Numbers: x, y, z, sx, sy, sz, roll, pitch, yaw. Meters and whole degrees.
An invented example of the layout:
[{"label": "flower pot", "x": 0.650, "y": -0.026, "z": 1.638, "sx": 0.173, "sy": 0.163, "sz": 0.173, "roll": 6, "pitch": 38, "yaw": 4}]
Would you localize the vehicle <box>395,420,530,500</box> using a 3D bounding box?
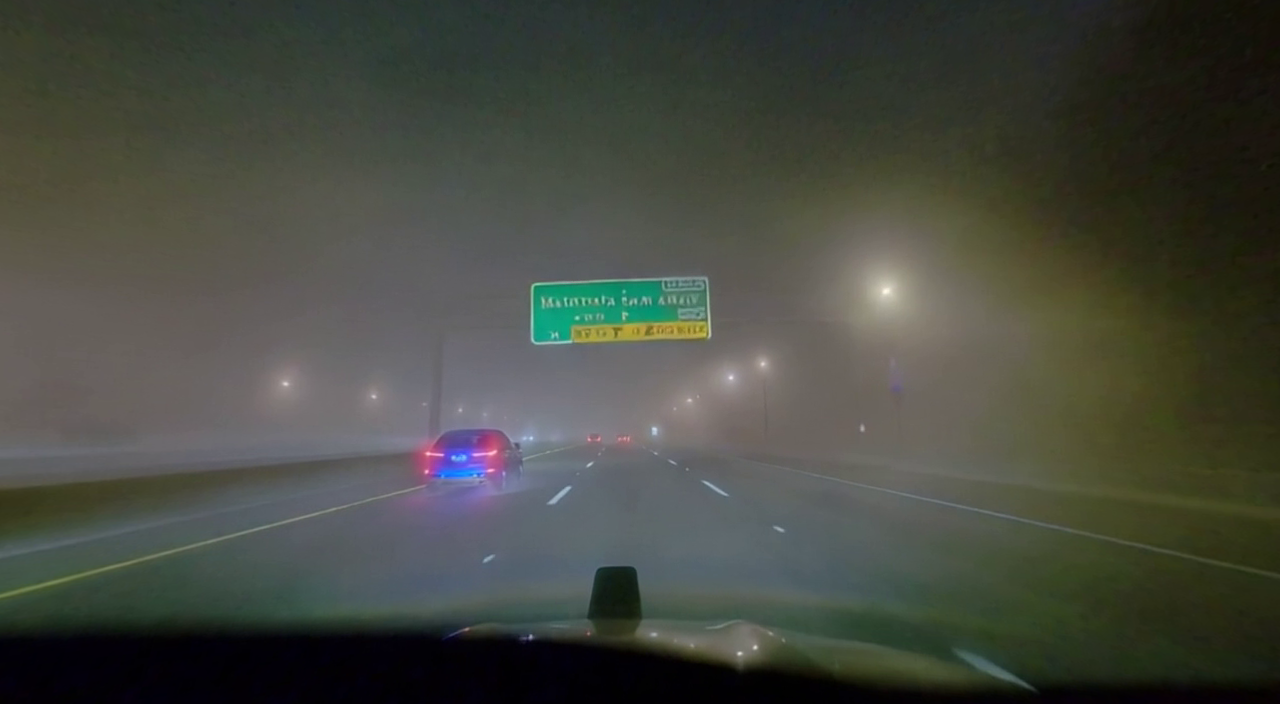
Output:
[{"label": "vehicle", "x": -3.979, "y": 2.474, "z": 14.957, "sx": 2.062, "sy": 1.591, "sz": 4.156, "roll": 0, "pitch": -8, "yaw": -1}]
